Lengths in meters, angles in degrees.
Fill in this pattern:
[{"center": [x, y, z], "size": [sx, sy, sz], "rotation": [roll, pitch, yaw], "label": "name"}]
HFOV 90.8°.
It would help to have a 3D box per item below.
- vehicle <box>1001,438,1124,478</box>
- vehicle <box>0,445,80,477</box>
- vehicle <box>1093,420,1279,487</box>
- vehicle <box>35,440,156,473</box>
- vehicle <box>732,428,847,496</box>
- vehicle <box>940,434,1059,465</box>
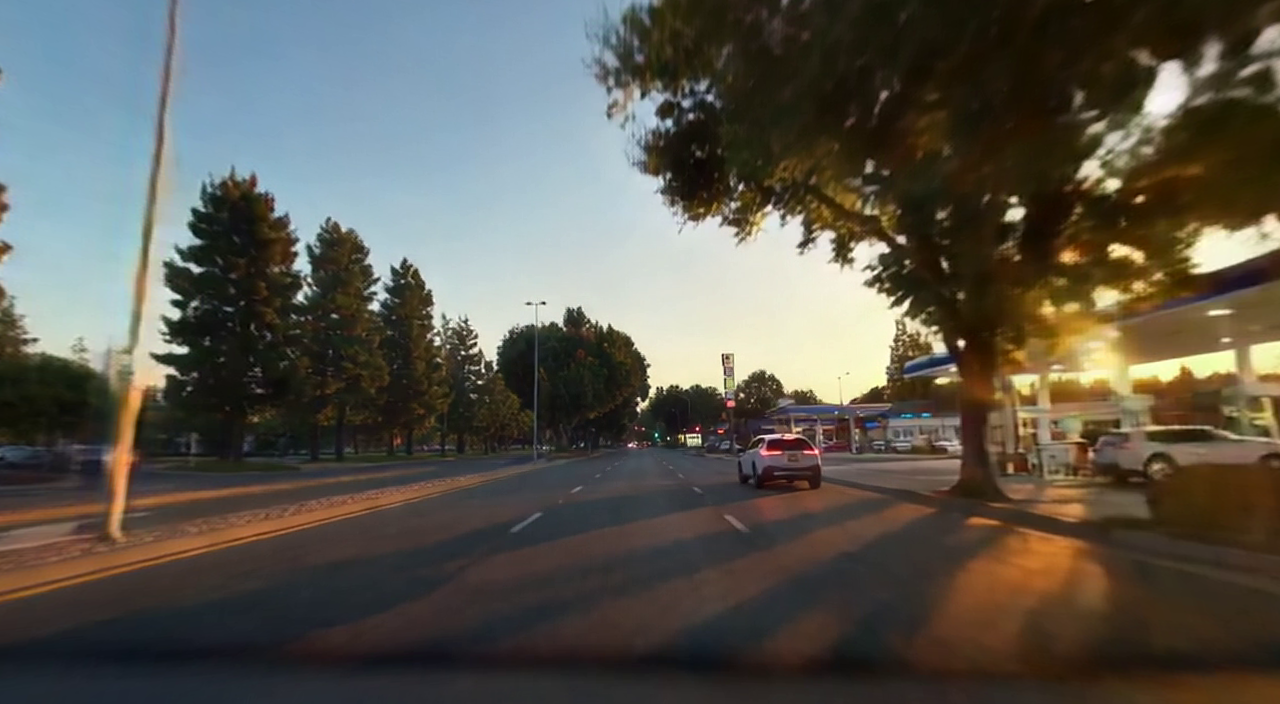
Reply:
[{"center": [15.960, 3.979, 23.988], "size": [3.383, 1.393, 1.730], "rotation": [0, -8, 3], "label": "vehicle"}, {"center": [-33.086, 5.670, 33.062], "size": [5.406, 1.627, 2.177], "rotation": [0, -8, -1], "label": "vehicle"}, {"center": [16.680, 2.897, 18.177], "size": [5.536, 1.705, 2.122], "rotation": [-1, -9, 1], "label": "vehicle"}, {"center": [-33.060, 6.347, 38.505], "size": [5.259, 1.760, 2.094], "rotation": [-2, -9, -3], "label": "vehicle"}, {"center": [4.531, 3.427, 20.119], "size": [2.245, 1.864, 5.076], "rotation": [0, -8, -2], "label": "vehicle"}, {"center": [23.461, 6.388, 41.441], "size": [6.404, 1.894, 2.275], "rotation": [0, -8, 0], "label": "vehicle"}]
